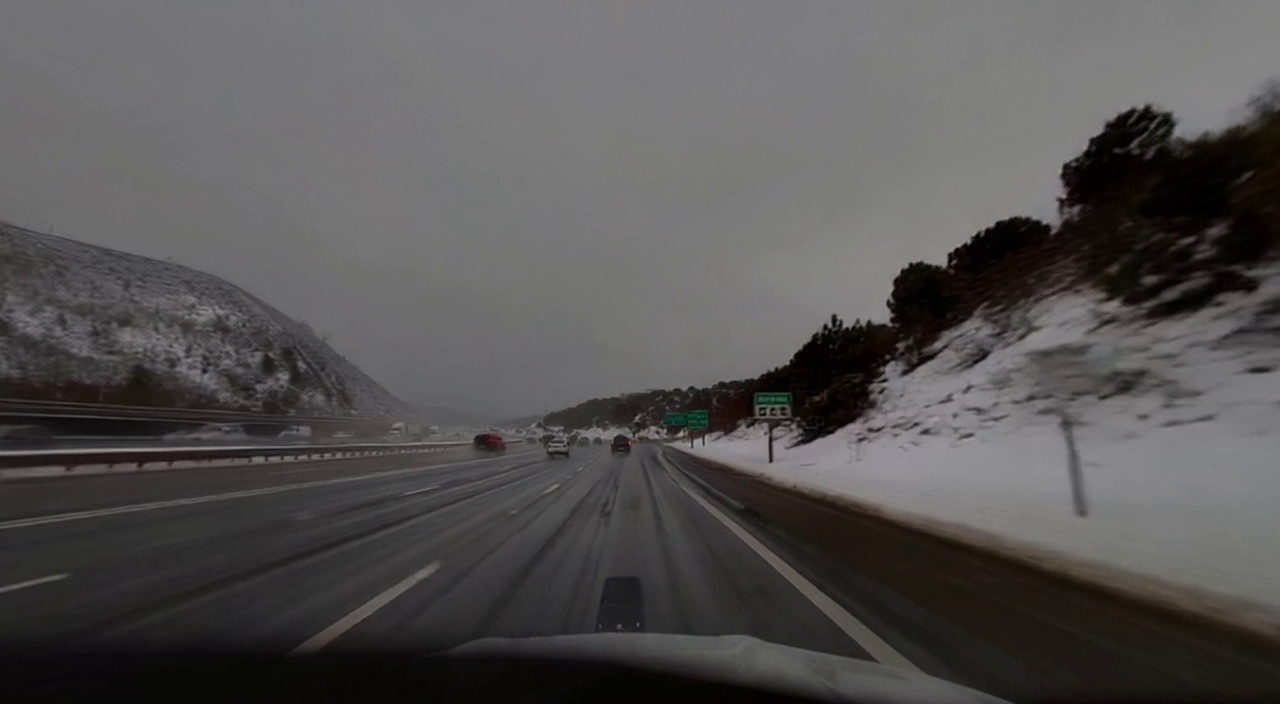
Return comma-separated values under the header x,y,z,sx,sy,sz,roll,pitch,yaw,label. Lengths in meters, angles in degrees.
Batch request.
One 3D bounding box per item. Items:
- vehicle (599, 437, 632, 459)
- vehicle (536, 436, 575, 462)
x,y,z,sx,sy,sz,roll,pitch,yaw,label
-1.867,7.331,48.255,2.421,1.594,4.248,0,-8,-2,vehicle
-5.424,6.307,40.968,2.060,1.631,4.214,0,-8,-1,vehicle
